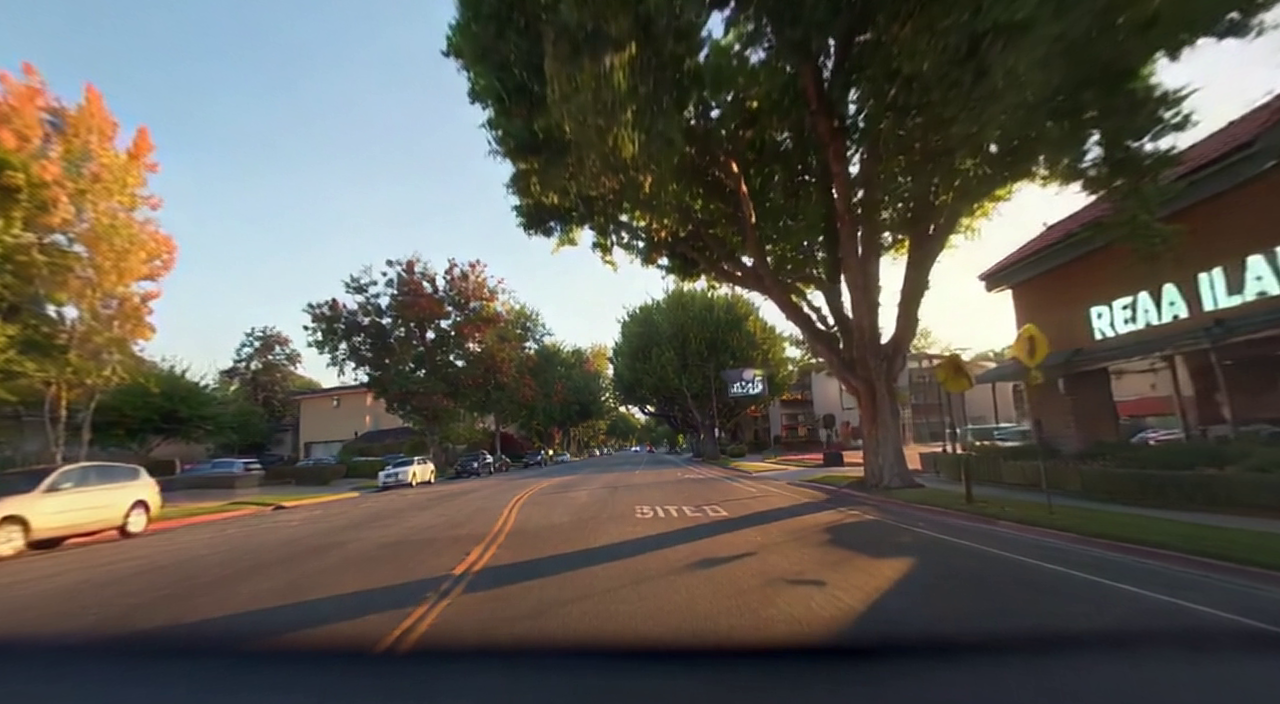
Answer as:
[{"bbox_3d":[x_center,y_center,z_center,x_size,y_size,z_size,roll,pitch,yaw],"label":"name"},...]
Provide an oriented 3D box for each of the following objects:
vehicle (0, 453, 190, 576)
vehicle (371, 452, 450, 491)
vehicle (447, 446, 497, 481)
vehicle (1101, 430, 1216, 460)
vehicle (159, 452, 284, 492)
[{"bbox_3d":[-11.023,2.816,11.383,2.135,1.802,4.910,-2,-8,1],"label":"vehicle"},{"bbox_3d":[-11.026,5.754,30.743,1.950,1.720,4.868,-1,-9,1],"label":"vehicle"},{"bbox_3d":[-10.888,7.225,41.241,2.015,1.884,4.488,-6,-9,-2],"label":"vehicle"},{"bbox_3d":[30.935,5.609,37.889,1.960,1.670,4.863,4,-10,-25],"label":"vehicle"},{"bbox_3d":[-21.235,6.068,32.337,2.079,1.877,4.862,-4,-10,21],"label":"vehicle"}]
